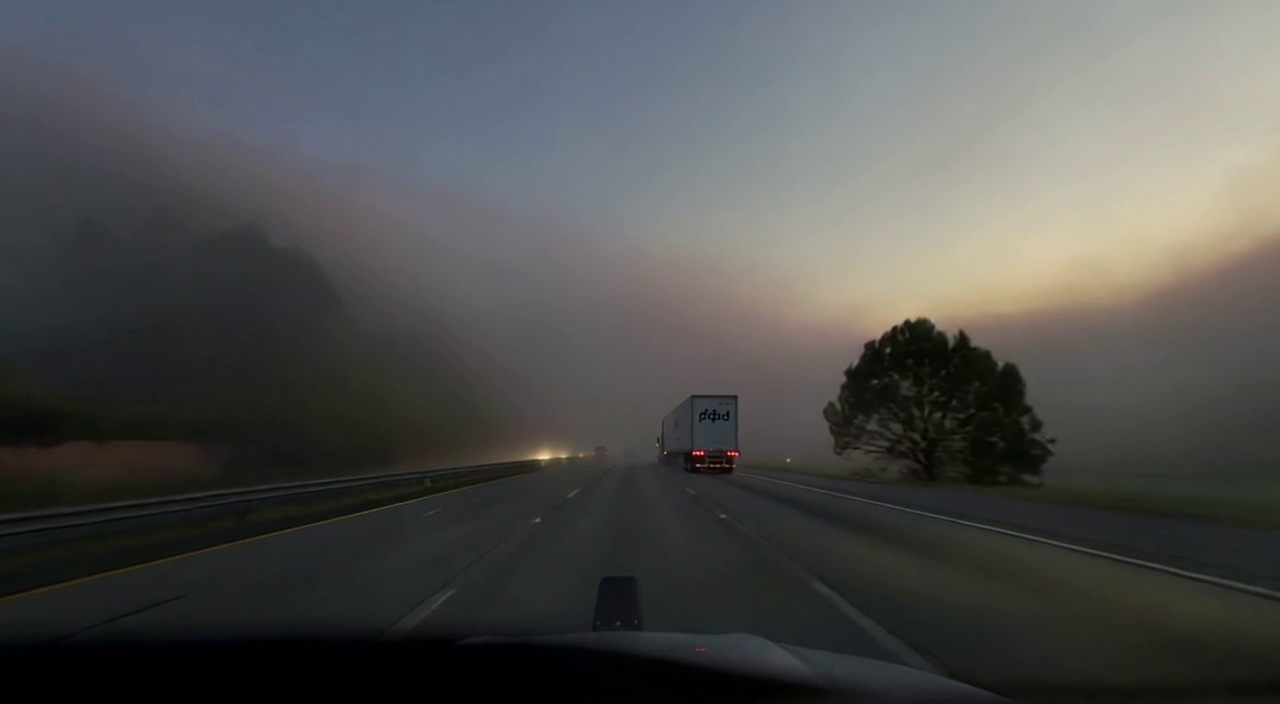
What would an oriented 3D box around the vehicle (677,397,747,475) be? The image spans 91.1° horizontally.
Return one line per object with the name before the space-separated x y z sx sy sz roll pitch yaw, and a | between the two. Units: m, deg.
vehicle | 3.897 4.894 36.118 2.856 3.933 8.334 0 -9 -1
